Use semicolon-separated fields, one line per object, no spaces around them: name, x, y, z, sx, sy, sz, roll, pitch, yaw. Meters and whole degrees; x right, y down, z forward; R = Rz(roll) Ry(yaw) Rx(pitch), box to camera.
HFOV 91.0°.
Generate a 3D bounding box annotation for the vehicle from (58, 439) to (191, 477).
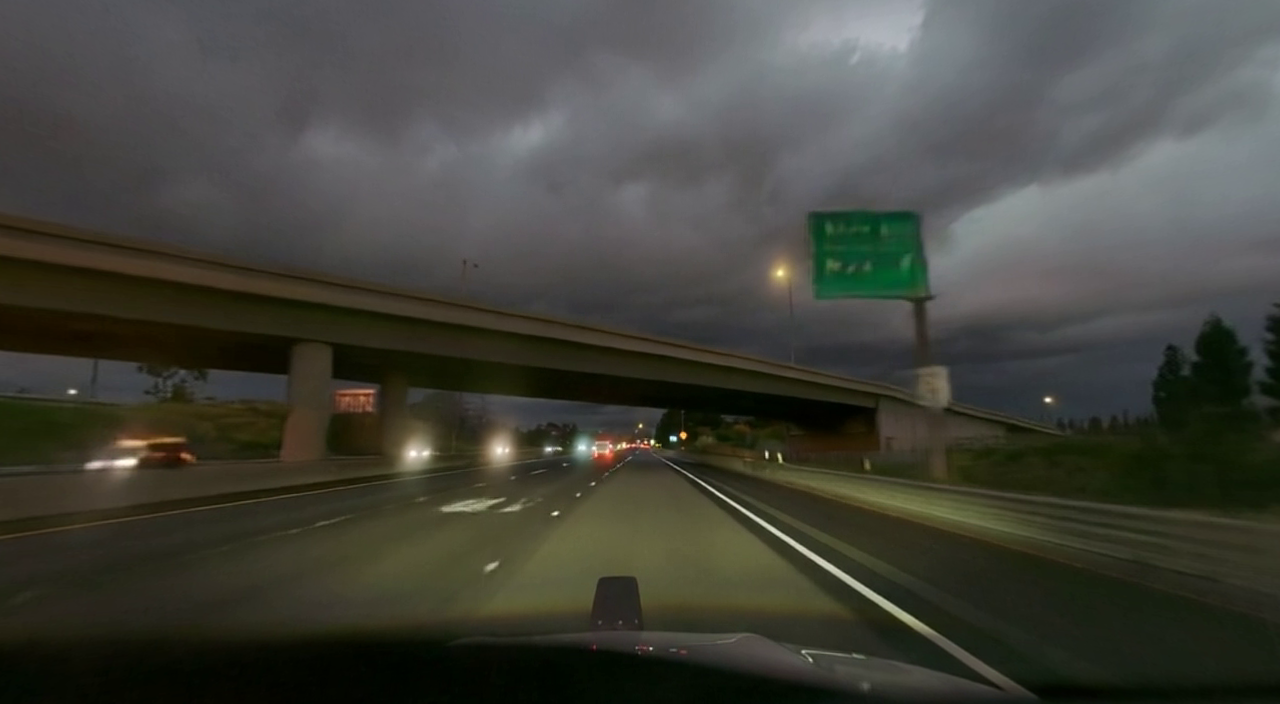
vehicle;-28.702;5.942;35.453;2.284;1.914;6.108;0;-9;1
